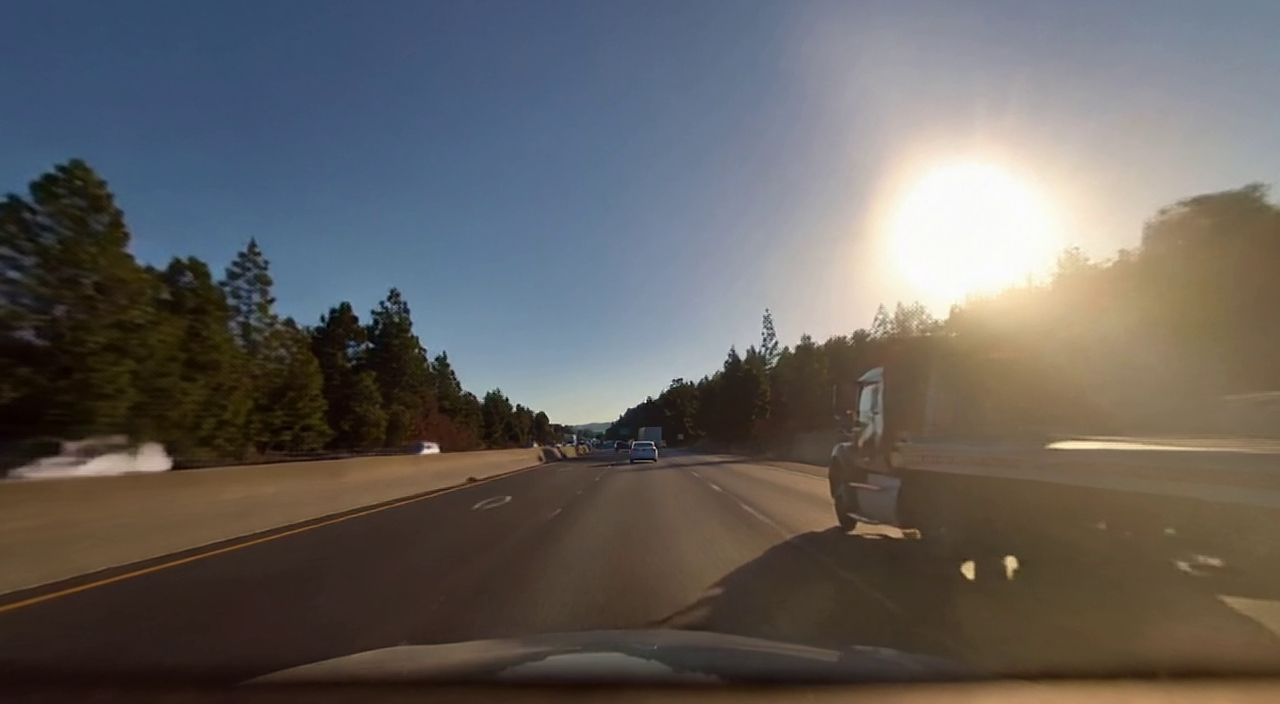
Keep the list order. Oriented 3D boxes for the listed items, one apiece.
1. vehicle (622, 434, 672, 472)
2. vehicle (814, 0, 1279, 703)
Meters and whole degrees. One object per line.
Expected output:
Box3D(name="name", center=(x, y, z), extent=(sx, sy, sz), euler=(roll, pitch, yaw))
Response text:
Box3D(name="vehicle", center=(0.320, 4.648, 29.134), extent=(2.139, 1.607, 4.034), euler=(0, -8, 1))
Box3D(name="vehicle", center=(3.867, 0.005, 4.932), extent=(3.090, 4.102, 6.417), euler=(0, -8, 0))
